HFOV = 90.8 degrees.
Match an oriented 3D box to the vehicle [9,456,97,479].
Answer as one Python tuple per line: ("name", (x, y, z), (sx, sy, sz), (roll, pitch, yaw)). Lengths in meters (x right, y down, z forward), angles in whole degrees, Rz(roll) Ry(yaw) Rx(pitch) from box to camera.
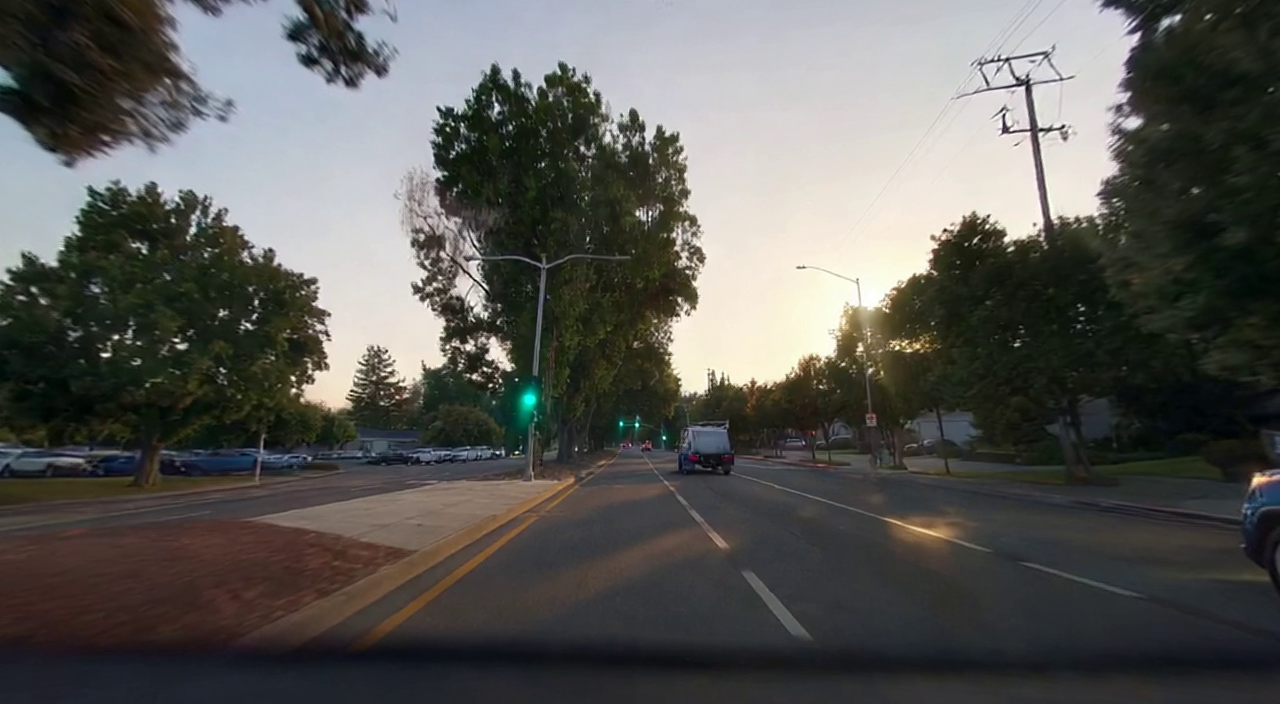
("vehicle", (-41.881, 8.240, 45.156), (4.408, 1.611, 1.902), (0, -8, 2))

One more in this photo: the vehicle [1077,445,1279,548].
("vehicle", (10.077, 2.280, 10.495), (1.987, 1.441, 5.005), (0, -8, -1))
